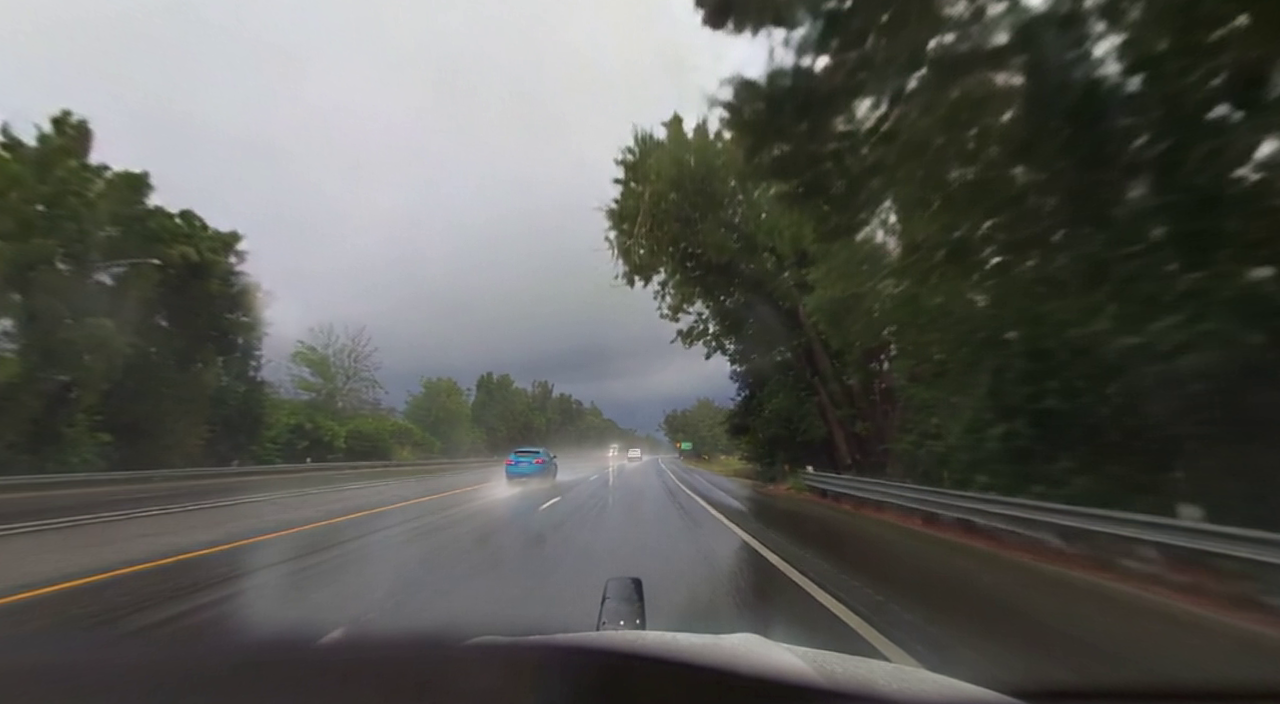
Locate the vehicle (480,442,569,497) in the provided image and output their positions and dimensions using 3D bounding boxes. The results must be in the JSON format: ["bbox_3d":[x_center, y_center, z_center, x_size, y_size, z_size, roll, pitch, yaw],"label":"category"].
[{"bbox_3d":[-3.621,3.765,20.609,2.088,1.586,4.000,0,-9,1],"label":"vehicle"}]
